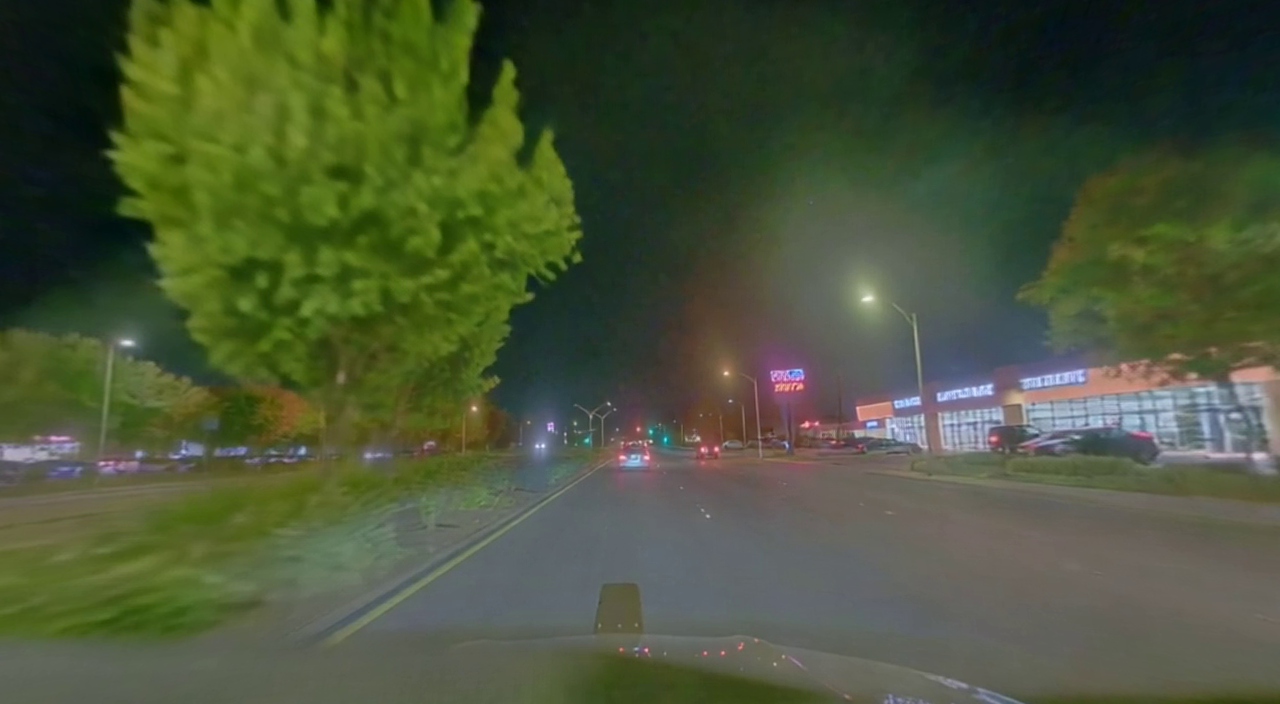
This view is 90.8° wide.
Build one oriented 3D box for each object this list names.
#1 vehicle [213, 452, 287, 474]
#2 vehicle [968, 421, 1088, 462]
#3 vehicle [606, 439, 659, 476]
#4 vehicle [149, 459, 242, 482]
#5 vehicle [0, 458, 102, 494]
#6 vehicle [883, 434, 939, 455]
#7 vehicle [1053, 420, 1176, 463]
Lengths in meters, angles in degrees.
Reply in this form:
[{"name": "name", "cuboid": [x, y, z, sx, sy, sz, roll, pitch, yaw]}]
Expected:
[{"name": "vehicle", "cuboid": [-30.396, 8.675, 49.288, 4.486, 1.610, 2.020, -1, -8, 3]}, {"name": "vehicle", "cuboid": [20.646, 4.826, 34.090, 2.356, 2.005, 6.308, 0, -8, -1]}, {"name": "vehicle", "cuboid": [-0.281, 4.531, 27.467, 2.126, 1.475, 3.967, 0, -8, 0]}, {"name": "vehicle", "cuboid": [-30.668, 8.171, 43.686, 4.820, 1.477, 2.105, 0, -8, -1]}, {"name": "vehicle", "cuboid": [-29.842, 6.117, 31.287, 4.360, 1.606, 1.978, 1, -8, -5]}, {"name": "vehicle", "cuboid": [21.134, 7.244, 49.483, 2.136, 1.603, 4.534, 0, -8, -4]}, {"name": "vehicle", "cuboid": [23.961, 4.570, 32.263, 2.126, 1.971, 5.619, -1, -9, 3]}]
